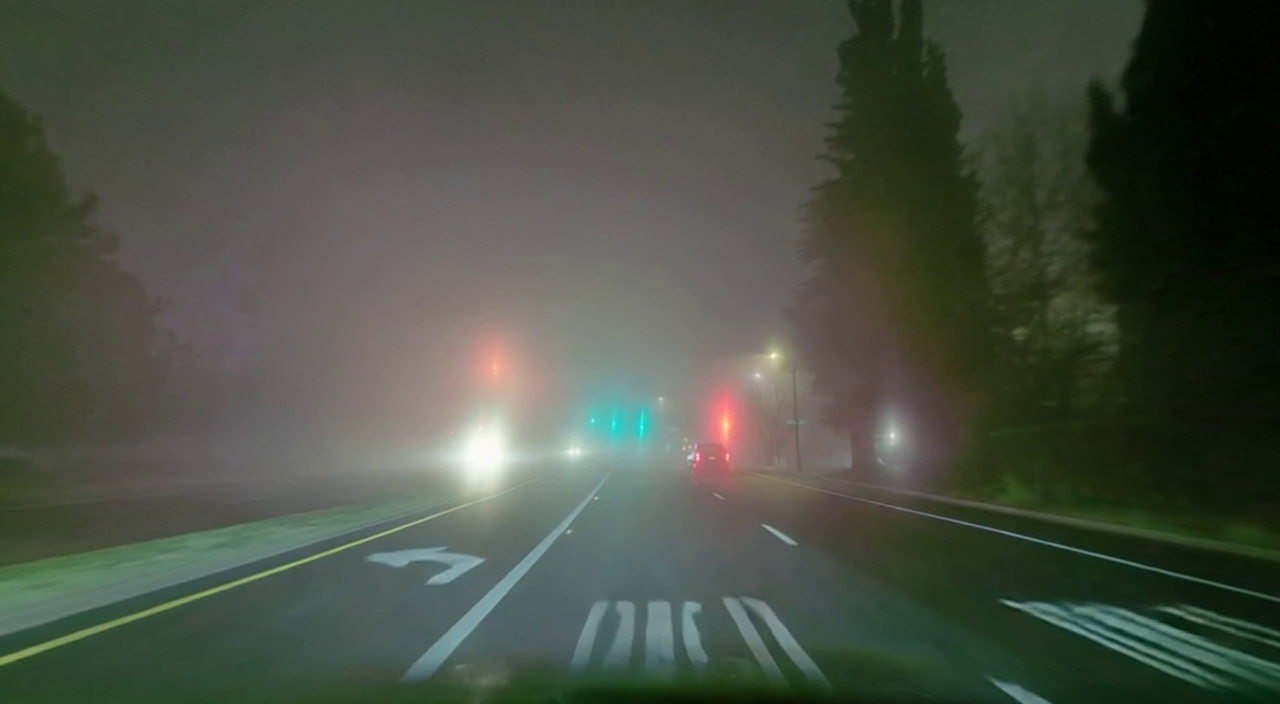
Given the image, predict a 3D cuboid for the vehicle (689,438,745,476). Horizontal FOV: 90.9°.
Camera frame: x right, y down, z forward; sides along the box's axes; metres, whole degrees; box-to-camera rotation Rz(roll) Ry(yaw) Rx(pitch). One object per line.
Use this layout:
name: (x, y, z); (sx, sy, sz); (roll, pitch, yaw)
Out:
vehicle: (3.857, 5.371, 32.437); (2.240, 1.781, 4.433); (0, -9, -1)
